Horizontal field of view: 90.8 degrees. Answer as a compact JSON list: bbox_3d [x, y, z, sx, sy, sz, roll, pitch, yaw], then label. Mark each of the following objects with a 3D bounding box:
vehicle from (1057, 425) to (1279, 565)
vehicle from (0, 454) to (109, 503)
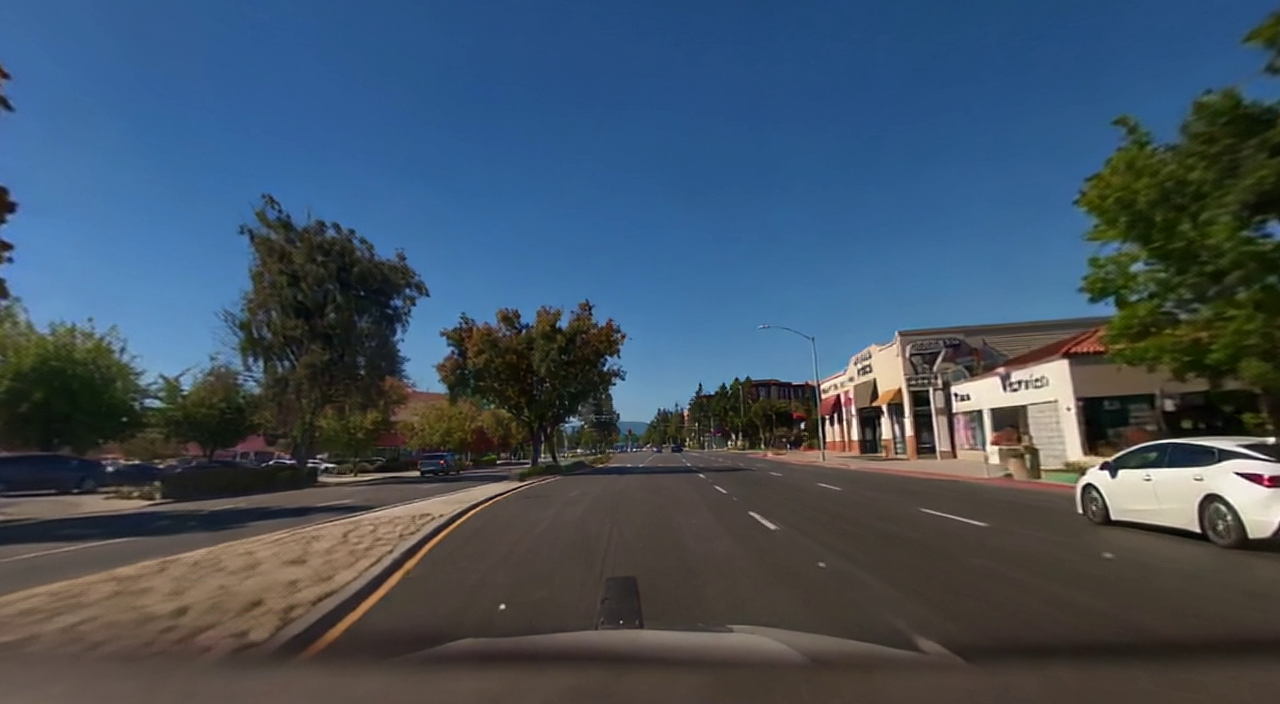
[{"bbox_3d":[7.750,1.721,8.105,1.936,1.460,4.258,0,-8,1],"label":"vehicle"},{"bbox_3d":[-26.808,5.391,27.153,5.702,1.985,2.175,7,-12,-33],"label":"vehicle"}]
